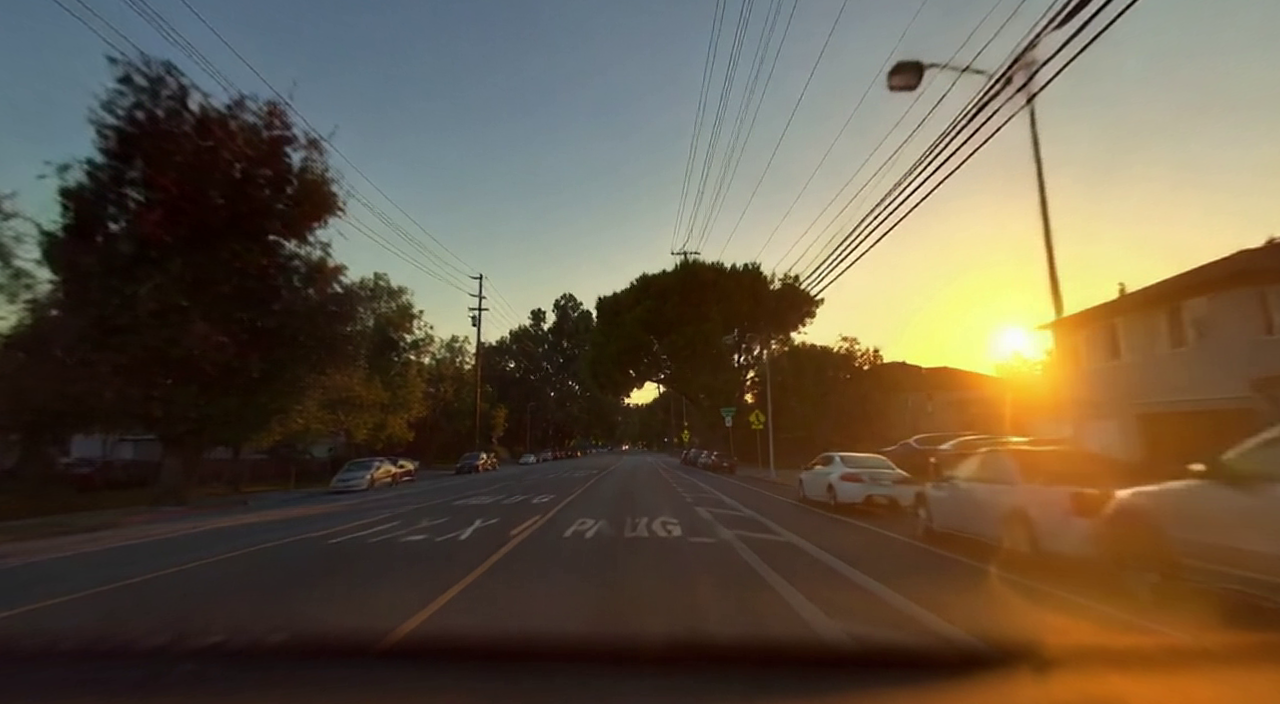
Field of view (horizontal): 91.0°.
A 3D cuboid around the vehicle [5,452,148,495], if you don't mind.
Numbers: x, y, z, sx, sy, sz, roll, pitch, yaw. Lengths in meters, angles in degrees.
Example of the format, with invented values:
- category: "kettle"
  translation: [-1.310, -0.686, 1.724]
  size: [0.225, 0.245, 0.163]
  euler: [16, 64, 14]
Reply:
- category: "vehicle"
  translation: [-22.184, 4.776, 24.904]
  size: [3.745, 1.598, 1.927]
  euler: [0, -9, -1]

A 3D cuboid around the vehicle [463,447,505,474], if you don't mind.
- category: "vehicle"
  translation: [-12.235, 8.489, 49.605]
  size: [2.116, 1.875, 4.675]
  euler: [-3, -9, 0]

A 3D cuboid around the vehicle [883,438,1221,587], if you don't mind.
- category: "vehicle"
  translation: [5.232, 2.040, 8.888]
  size: [1.879, 1.561, 4.224]
  euler: [0, -9, 0]

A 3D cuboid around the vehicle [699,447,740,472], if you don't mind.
- category: "vehicle"
  translation: [4.938, 6.740, 39.673]
  size: [1.924, 1.471, 4.259]
  euler: [0, -9, -2]

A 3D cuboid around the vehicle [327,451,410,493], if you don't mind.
- category: "vehicle"
  translation: [-12.400, 5.473, 29.093]
  size: [1.999, 1.650, 4.381]
  euler: [-3, -9, -1]

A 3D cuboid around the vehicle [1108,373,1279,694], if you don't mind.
- category: "vehicle"
  translation: [4.953, 0.940, 2.730]
  size: [2.123, 1.928, 4.752]
  euler: [0, -9, 0]

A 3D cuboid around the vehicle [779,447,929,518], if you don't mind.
- category: "vehicle"
  translation: [5.026, 3.093, 15.563]
  size: [2.022, 1.464, 4.462]
  euler: [0, -9, -2]
